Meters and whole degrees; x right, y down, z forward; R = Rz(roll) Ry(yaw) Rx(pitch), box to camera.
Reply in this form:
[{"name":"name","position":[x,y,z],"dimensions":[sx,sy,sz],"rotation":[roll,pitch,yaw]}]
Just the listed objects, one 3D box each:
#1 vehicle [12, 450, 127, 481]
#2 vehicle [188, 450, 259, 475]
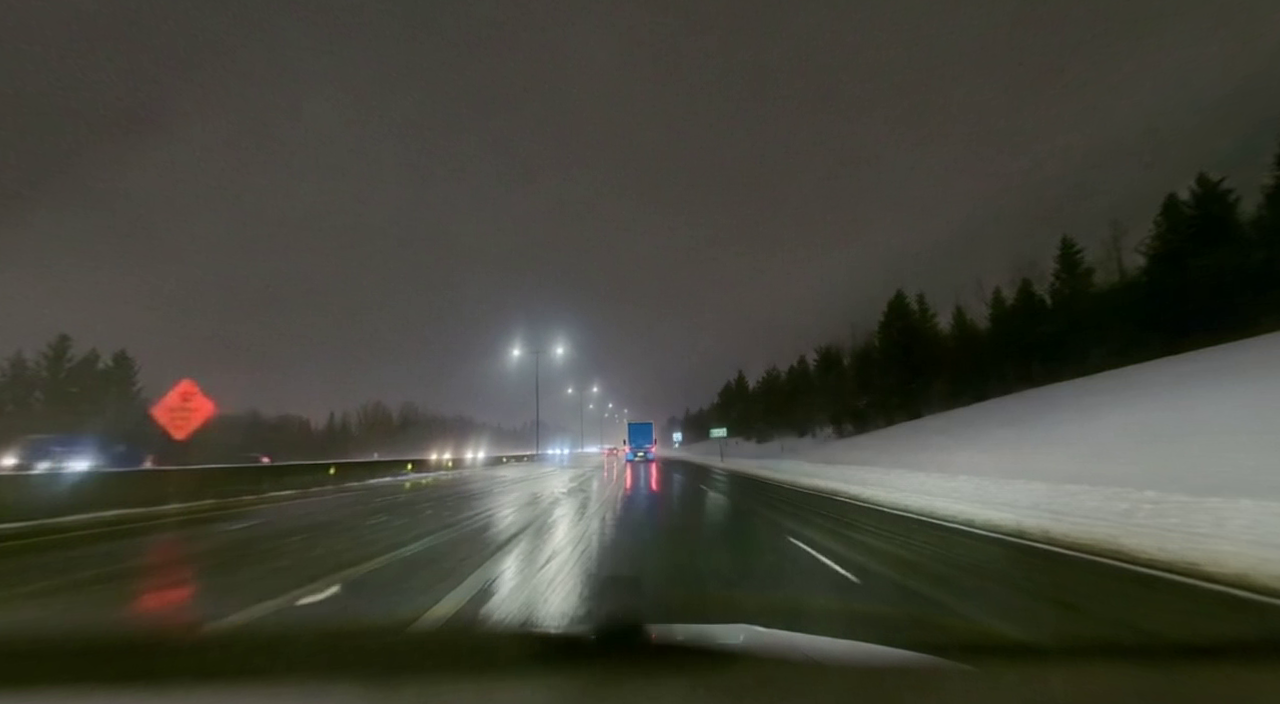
[{"name":"vehicle","position":[-33.351,6.617,37.067],"dimensions":[2.119,1.659,4.960],"rotation":[0,-9,-1]},{"name":"vehicle","position":[-26.872,7.139,40.805],"dimensions":[1.862,1.525,3.987],"rotation":[0,-9,0]}]
